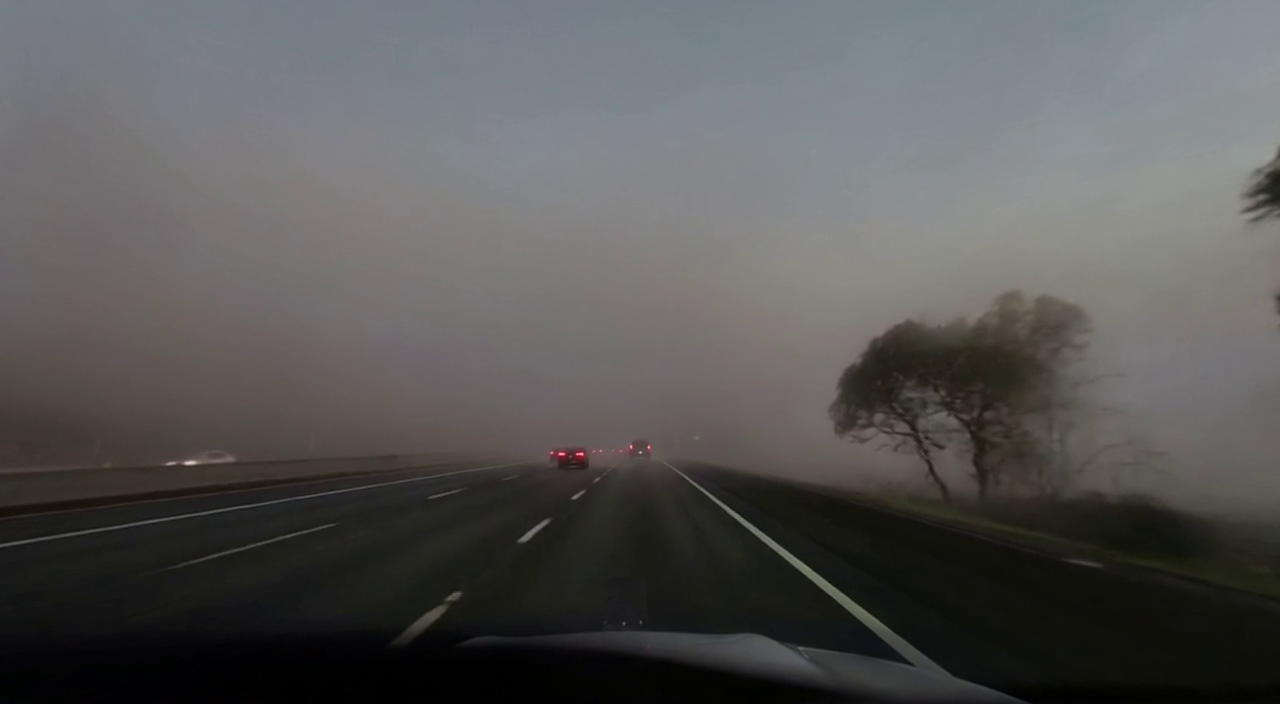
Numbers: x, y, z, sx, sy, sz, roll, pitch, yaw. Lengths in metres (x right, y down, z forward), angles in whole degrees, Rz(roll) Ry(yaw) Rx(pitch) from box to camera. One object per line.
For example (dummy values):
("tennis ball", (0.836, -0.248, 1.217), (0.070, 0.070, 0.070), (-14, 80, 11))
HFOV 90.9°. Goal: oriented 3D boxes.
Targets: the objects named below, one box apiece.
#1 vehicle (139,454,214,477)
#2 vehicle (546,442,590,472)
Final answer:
("vehicle", (-32.796, 7.991, 44.765), (1.785, 1.465, 4.614), (0, -8, 1))
("vehicle", (-3.745, 5.566, 33.596), (1.786, 1.488, 4.023), (0, -8, 1))
